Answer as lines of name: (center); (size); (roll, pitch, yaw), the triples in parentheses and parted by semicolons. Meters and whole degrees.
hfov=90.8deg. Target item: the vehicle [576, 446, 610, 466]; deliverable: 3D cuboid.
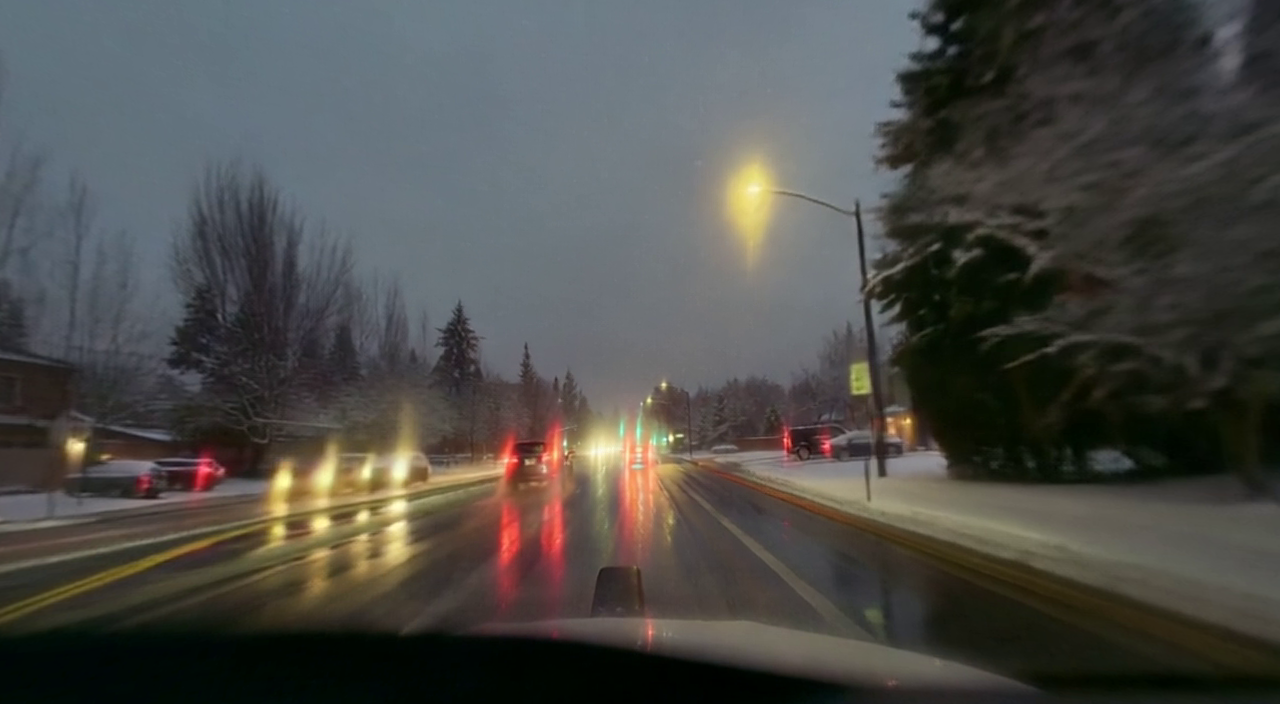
vehicle: (-3.662, 8.148, 49.678); (2.268, 1.522, 4.350); (0, -8, 1)

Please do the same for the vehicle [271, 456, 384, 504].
vehicle: (-11.604, 4.756, 23.889); (1.970, 1.554, 4.401); (0, -8, 1)

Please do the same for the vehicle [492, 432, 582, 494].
vehicle: (-3.191, 3.567, 20.617); (2.157, 1.771, 4.452); (0, -8, 1)

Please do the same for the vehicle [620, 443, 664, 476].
vehicle: (0.088, 5.342, 31.694); (2.062, 1.518, 3.901); (0, -8, 0)

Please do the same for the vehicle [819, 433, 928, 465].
vehicle: (11.324, 4.722, 30.851); (4.573, 1.461, 1.867); (0, -8, -1)

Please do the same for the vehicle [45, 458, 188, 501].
vehicle: (-22.088, 5.357, 26.776); (4.203, 1.693, 2.072); (0, -8, 2)

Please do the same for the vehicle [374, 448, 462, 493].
vehicle: (-8.917, 4.758, 25.779); (2.192, 1.516, 3.995); (-3, -8, -1)
